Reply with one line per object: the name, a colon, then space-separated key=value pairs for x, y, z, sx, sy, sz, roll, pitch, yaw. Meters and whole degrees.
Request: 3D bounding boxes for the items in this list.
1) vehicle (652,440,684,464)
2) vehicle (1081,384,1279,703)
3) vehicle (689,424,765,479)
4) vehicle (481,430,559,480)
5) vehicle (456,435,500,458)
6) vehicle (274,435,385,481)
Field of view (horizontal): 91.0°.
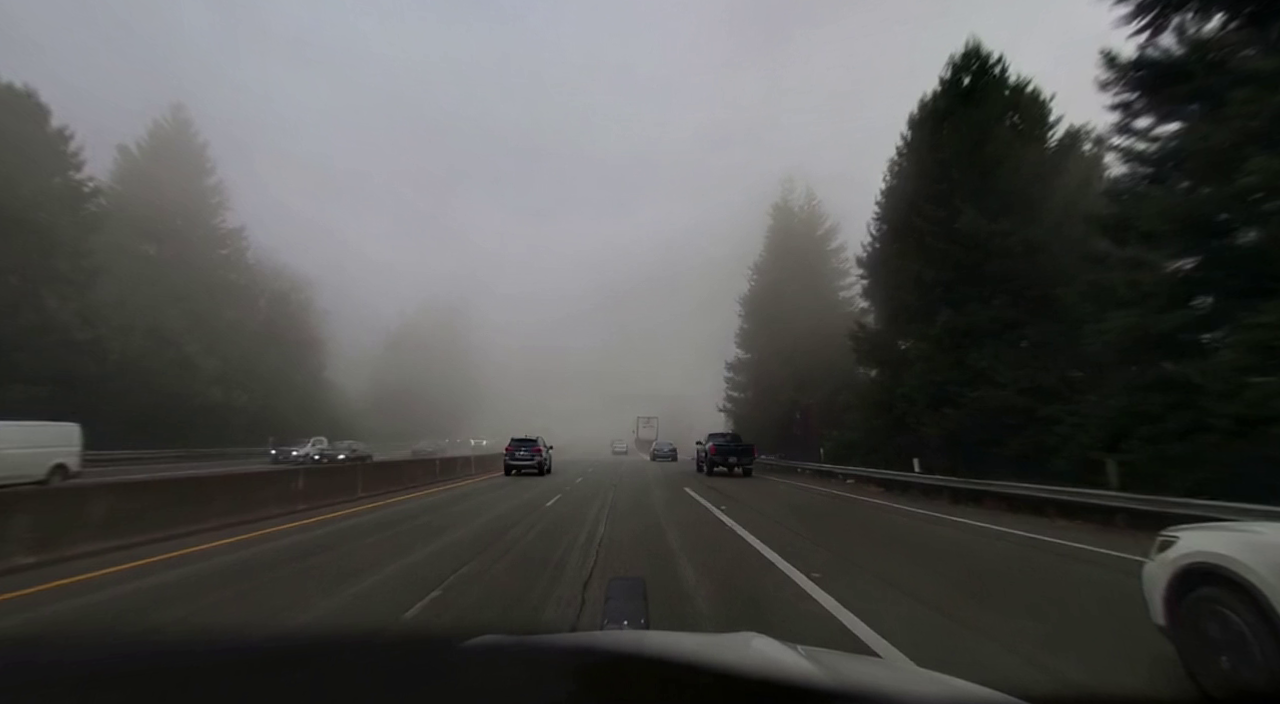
vehicle: x=1.701 y=6.199 z=39.167 sx=1.844 sy=1.462 sz=3.736 roll=0 pitch=-8 yaw=0
vehicle: x=3.695 y=0.727 z=1.474 sx=2.127 sy=1.497 sz=4.445 roll=0 pitch=-8 yaw=1
vehicle: x=3.269 y=3.902 z=24.990 sx=2.207 sy=1.937 sz=5.610 roll=0 pitch=-8 yaw=0
vehicle: x=-4.384 y=3.824 z=23.652 sx=2.058 sy=1.689 sz=4.315 roll=0 pitch=-8 yaw=0
vehicle: x=-11.421 y=6.739 z=44.728 sx=1.948 sy=1.538 sz=4.322 roll=0 pitch=-8 yaw=0
vehicle: x=-10.676 y=3.639 z=21.949 sx=1.944 sy=1.446 sz=3.739 roll=0 pitch=-8 yaw=0
